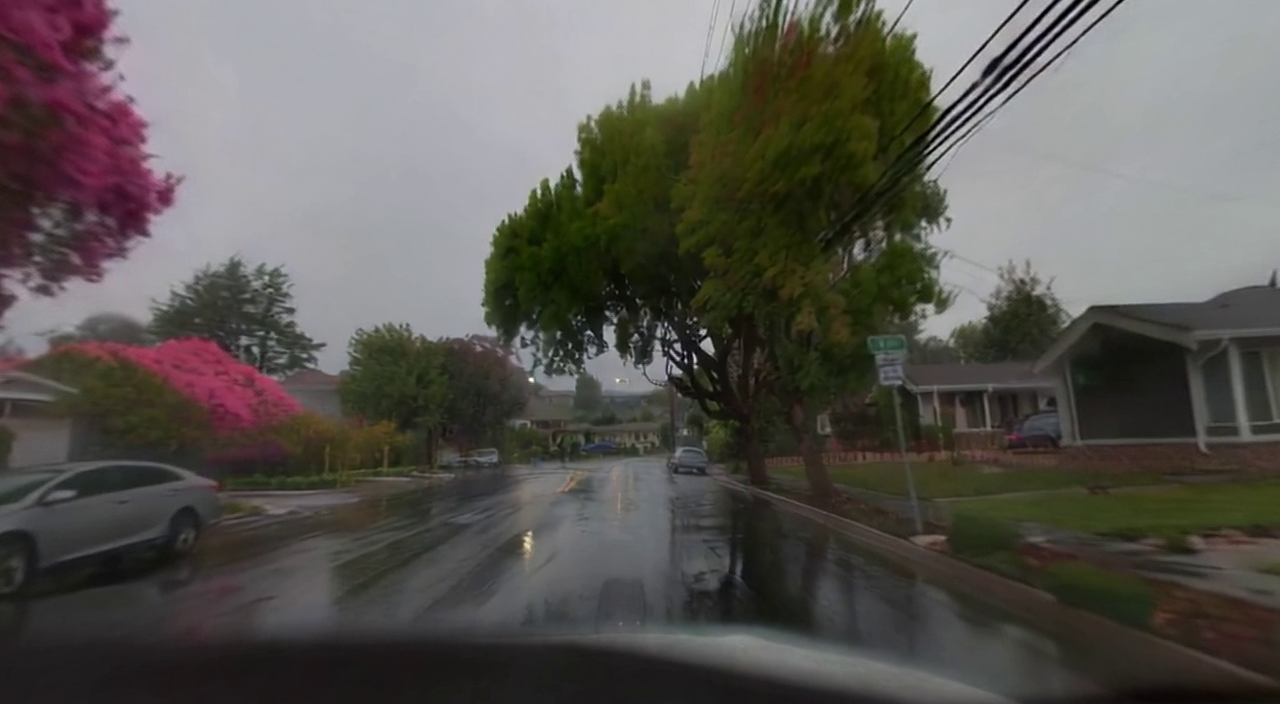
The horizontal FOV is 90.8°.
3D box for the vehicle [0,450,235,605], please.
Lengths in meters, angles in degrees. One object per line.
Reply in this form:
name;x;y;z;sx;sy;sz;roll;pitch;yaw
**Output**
vehicle;-7.202;1.928;7.490;1.896;1.484;4.298;0;-9;1
